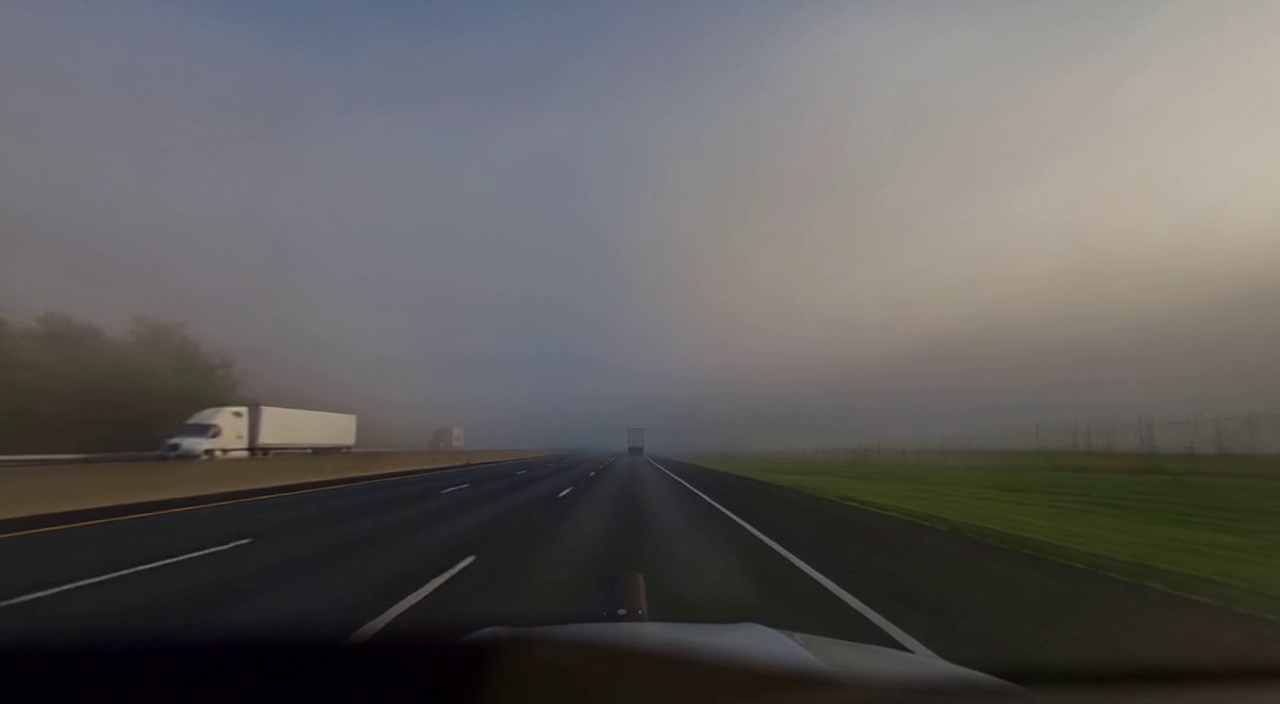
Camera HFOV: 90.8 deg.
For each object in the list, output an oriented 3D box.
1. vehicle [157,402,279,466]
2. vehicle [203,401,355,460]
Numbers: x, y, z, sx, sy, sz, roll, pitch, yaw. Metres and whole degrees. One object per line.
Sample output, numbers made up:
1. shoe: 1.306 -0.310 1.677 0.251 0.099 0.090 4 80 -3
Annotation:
1. vehicle: -25.245 5.014 38.173 3.142 3.491 5.895 0 -9 0
2. vehicle: -25.276 5.843 45.615 3.095 3.605 13.571 0 -9 0
